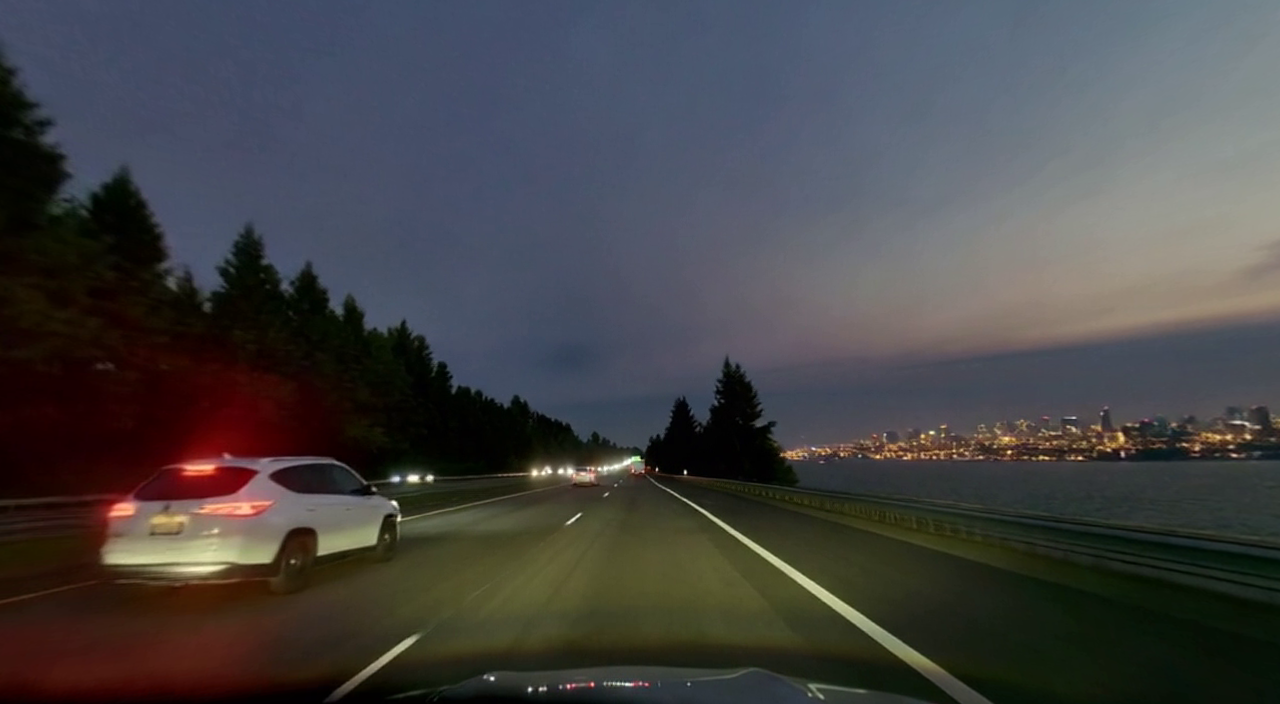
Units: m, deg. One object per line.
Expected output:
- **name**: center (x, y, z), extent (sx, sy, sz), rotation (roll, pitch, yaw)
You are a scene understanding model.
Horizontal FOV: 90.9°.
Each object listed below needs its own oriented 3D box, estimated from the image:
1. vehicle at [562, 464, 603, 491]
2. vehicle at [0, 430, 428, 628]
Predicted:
- **vehicle**: center (-3.480, 7.755, 38.990), extent (2.006, 1.516, 4.820), rotation (1, -11, 0)
- **vehicle**: center (-4.330, 1.839, 7.371), extent (2.040, 1.525, 4.603), rotation (1, -11, 1)
